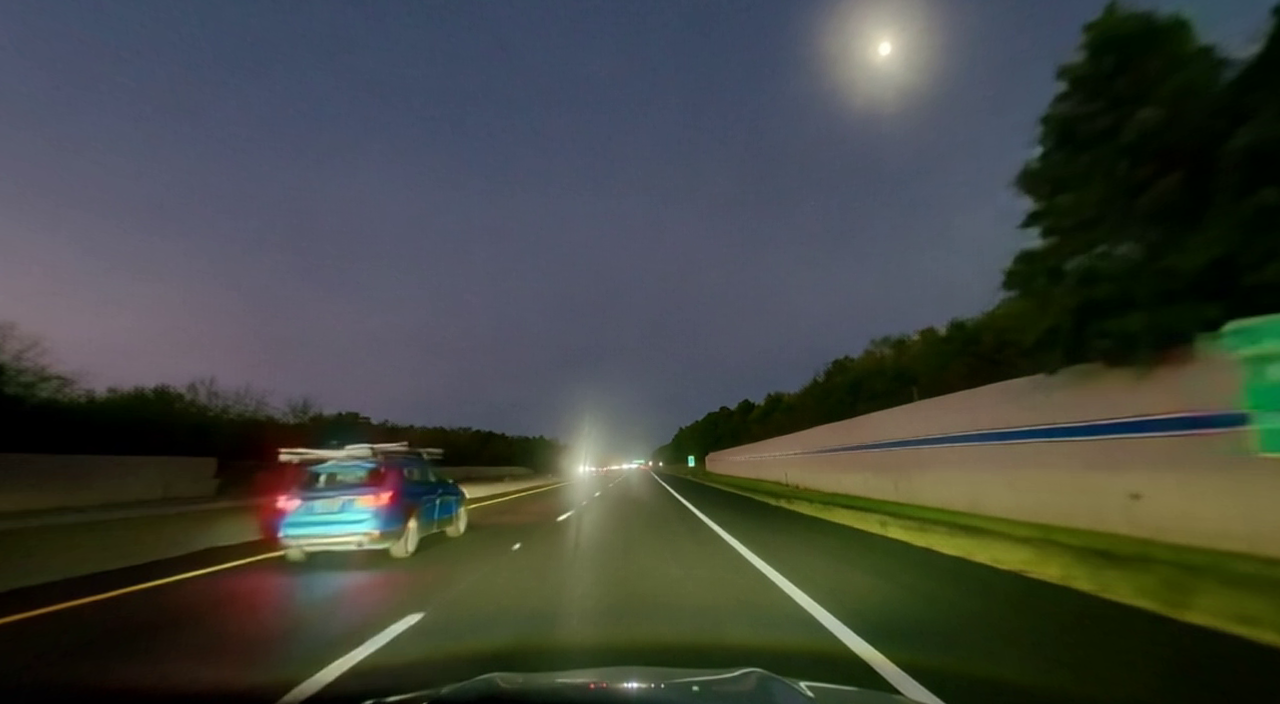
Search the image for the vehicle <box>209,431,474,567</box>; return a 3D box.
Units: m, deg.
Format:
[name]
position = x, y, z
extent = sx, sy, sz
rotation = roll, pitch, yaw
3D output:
[vehicle]
position = -4.292, 2.226, 10.051
extent = 2.022, 1.650, 4.331
rotation = 1, -11, 0
